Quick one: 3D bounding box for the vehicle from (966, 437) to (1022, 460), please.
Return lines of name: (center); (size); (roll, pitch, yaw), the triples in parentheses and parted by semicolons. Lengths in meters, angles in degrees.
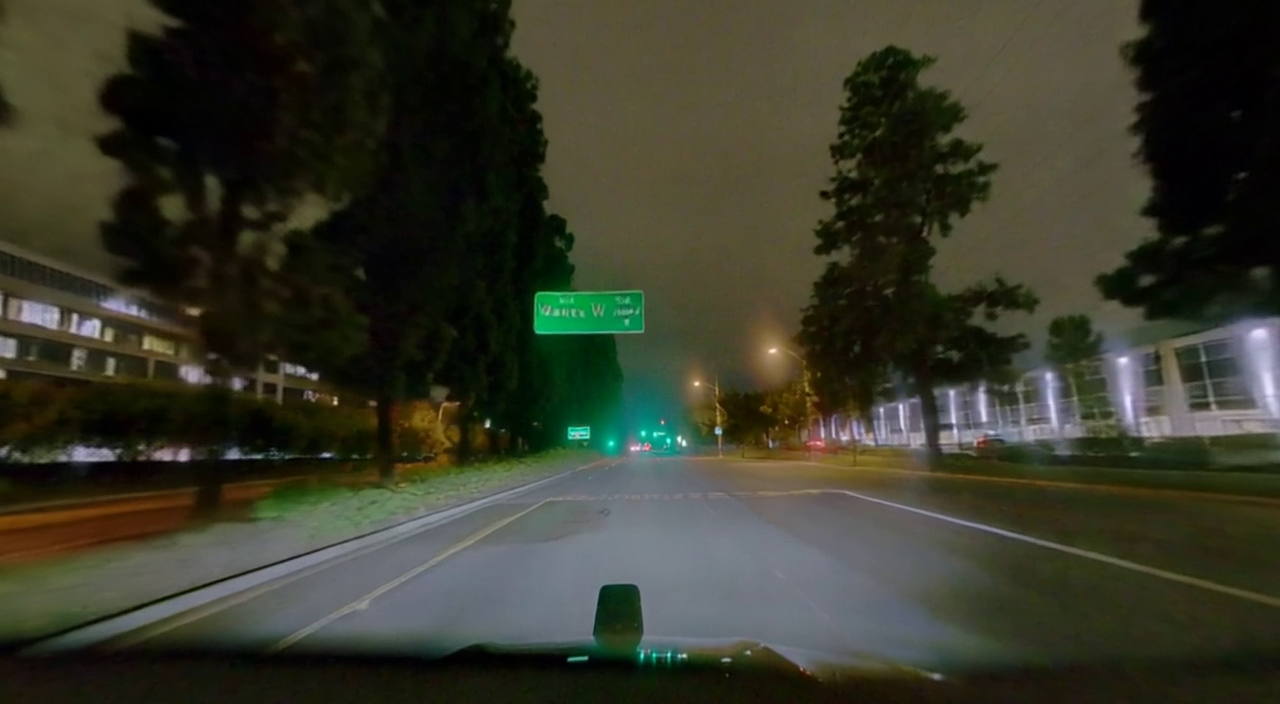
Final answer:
vehicle: (24.733, 6.801, 44.273); (1.579, 1.419, 3.726); (-2, -10, -3)
